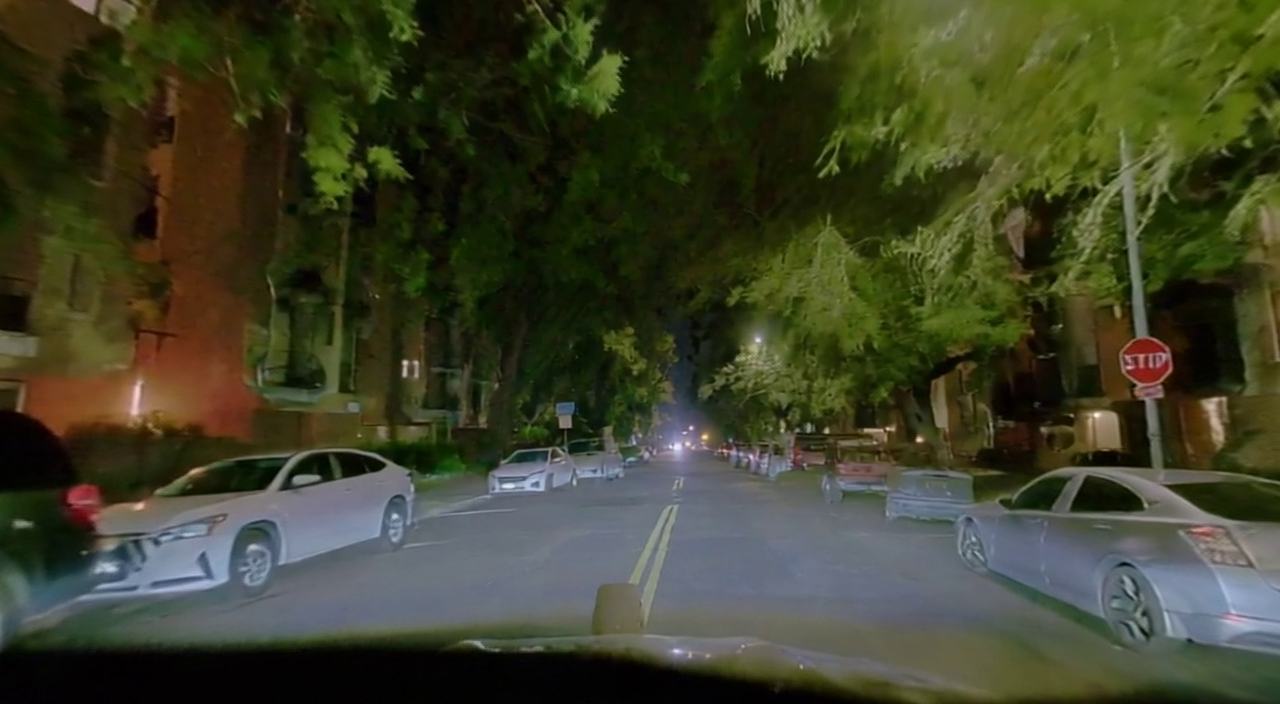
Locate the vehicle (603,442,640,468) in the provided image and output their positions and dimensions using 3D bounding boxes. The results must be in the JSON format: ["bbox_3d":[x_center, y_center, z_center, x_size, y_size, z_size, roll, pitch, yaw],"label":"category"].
[{"bbox_3d":[-1.079,6.383,39.459,1.939,1.513,4.401,-1,-8,3],"label":"vehicle"}]

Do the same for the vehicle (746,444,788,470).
[{"bbox_3d":[7.383,6.131,37.147,1.865,1.456,4.329,0,-8,4],"label":"vehicle"}]

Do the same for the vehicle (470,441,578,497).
[{"bbox_3d":[-3.324,3.450,19.065,1.921,1.463,4.313,-1,-8,7],"label":"vehicle"}]

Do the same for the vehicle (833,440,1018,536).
[{"bbox_3d":[5.092,2.427,11.958,1.803,1.469,4.022,0,-8,3],"label":"vehicle"}]

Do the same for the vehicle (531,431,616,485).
[{"bbox_3d":[-2.487,4.148,25.335,2.229,1.869,5.791,-2,-8,6],"label":"vehicle"}]

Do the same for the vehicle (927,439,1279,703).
[{"bbox_3d":[4.376,1.492,5.392,2.084,1.441,4.402,-1,-8,5],"label":"vehicle"}]

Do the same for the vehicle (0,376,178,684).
[{"bbox_3d":[-4.724,0.870,2.593,1.946,1.744,4.584,-1,-8,4],"label":"vehicle"}]

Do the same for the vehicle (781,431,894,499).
[{"bbox_3d":[5.571,3.236,18.518,2.219,1.744,4.252,-1,-8,5],"label":"vehicle"}]

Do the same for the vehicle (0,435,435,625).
[{"bbox_3d":[-4.289,1.761,7.513,1.902,1.478,4.696,-1,-7,3],"label":"vehicle"}]
